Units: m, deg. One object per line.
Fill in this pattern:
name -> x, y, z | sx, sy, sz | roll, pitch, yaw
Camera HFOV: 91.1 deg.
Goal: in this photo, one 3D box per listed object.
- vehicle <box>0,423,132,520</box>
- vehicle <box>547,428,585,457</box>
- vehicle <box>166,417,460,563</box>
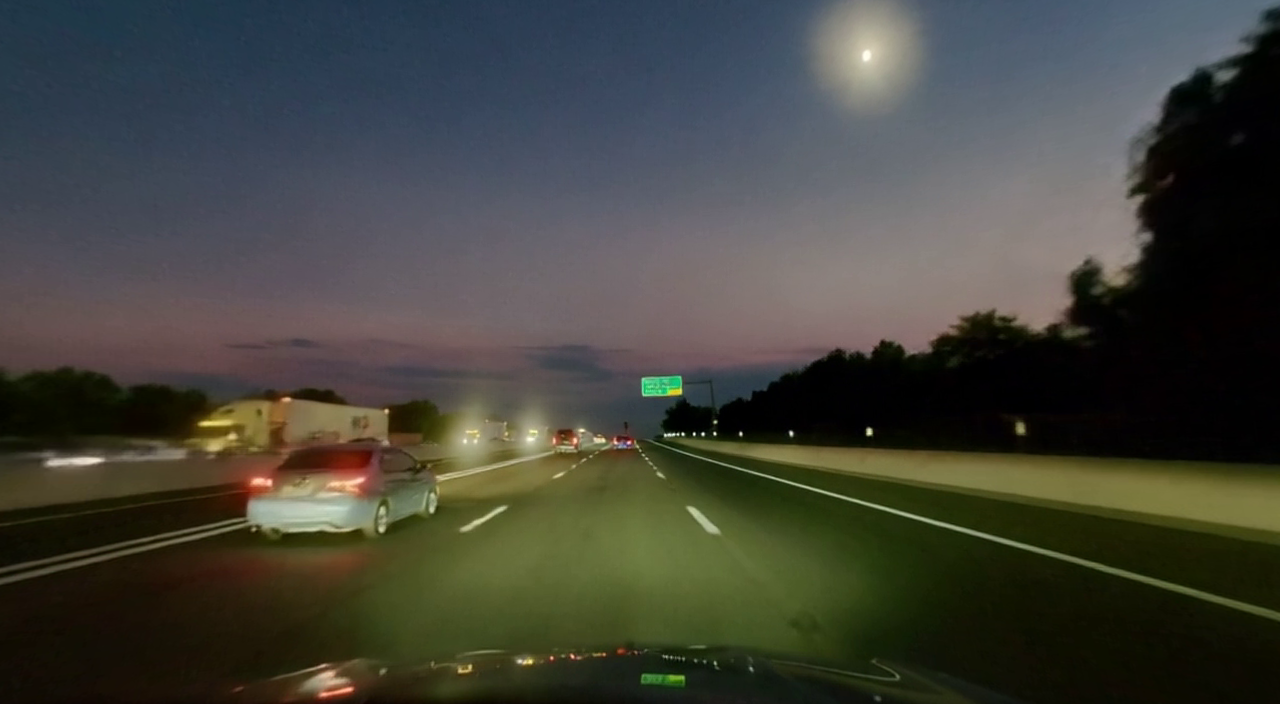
vehicle -> -11.948, 2.136, 11.388 | 1.961, 1.644, 4.247 | 0, -8, -1
vehicle -> -5.188, 6.399, 44.549 | 2.115, 1.887, 4.721 | 0, -8, 0
vehicle -> -4.139, 1.776, 8.934 | 1.953, 1.550, 4.167 | 0, -8, -1
